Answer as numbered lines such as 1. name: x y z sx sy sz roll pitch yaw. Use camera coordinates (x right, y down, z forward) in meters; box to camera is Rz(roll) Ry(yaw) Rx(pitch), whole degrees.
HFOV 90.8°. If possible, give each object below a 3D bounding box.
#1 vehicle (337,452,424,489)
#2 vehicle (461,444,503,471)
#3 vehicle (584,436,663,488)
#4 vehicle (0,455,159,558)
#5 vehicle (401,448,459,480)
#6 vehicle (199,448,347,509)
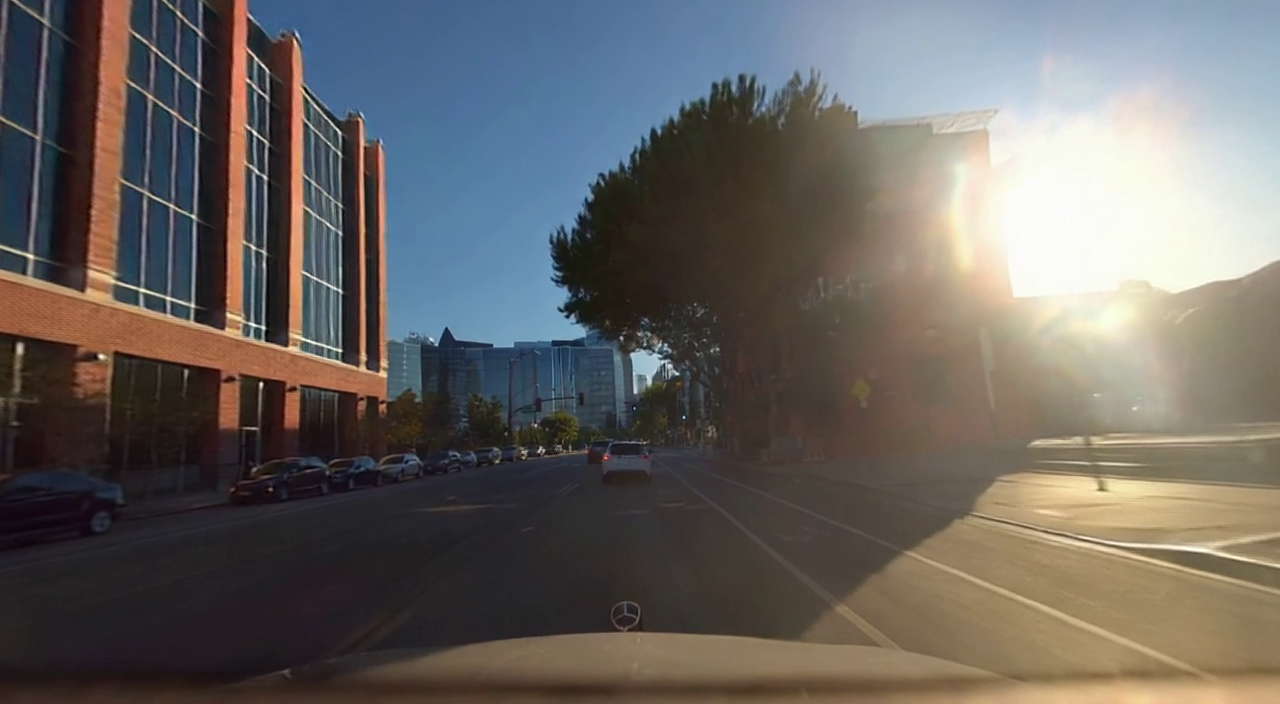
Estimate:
1. vehicle: -11.850 5.416 29.273 1.991 1.507 4.879 0 -8 0
2. vehicle: -12.146 8.133 48.929 2.090 1.784 4.832 -4 -8 -2
3. vehicle: -0.493 3.466 20.269 2.269 1.479 3.980 0 -8 -1
4. vehicle: -11.896 2.865 12.104 1.881 1.686 4.451 0 -8 -1
5. vehicle: -12.158 6.473 36.834 1.976 1.577 4.091 -4 -8 -1
6. vehicle: -11.982 4.110 21.112 2.077 1.732 4.704 0 -8 0
